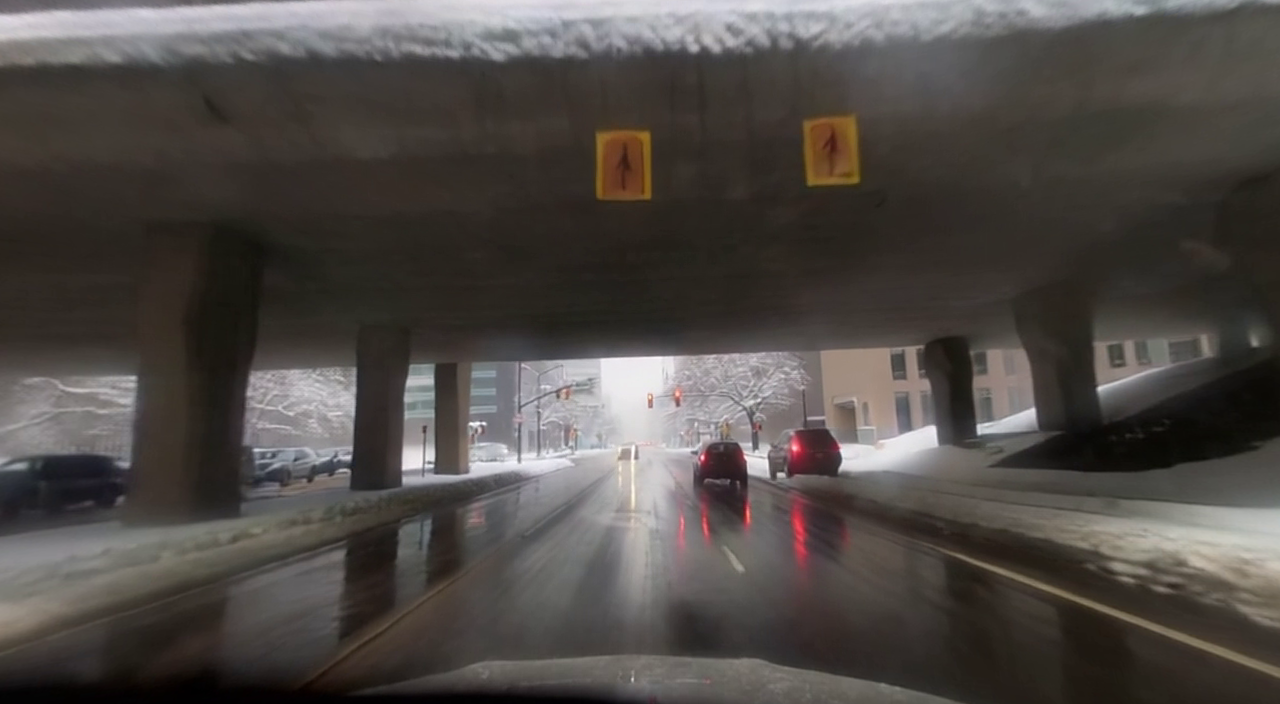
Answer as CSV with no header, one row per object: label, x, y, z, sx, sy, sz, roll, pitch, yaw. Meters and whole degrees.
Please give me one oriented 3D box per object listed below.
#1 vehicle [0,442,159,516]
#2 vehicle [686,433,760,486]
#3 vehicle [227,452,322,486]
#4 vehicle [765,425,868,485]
vehicle,-17.975,3.849,19.743,2.167,2.024,4.589,0,-8,0
vehicle,2.665,3.547,21.135,1.947,1.576,3.825,0,-8,0
vehicle,-17.760,5.672,30.922,1.985,1.505,4.275,-1,-8,2
vehicle,6.911,4.113,25.515,2.433,2.116,5.789,0,-8,0
